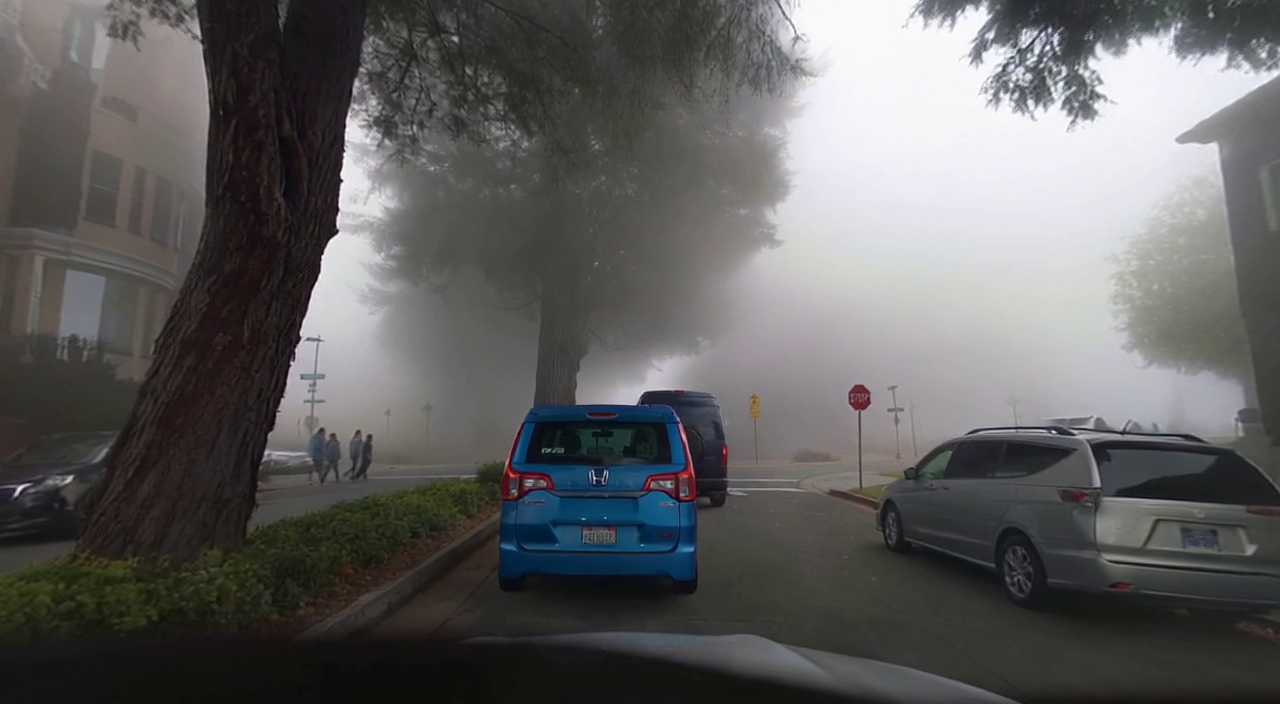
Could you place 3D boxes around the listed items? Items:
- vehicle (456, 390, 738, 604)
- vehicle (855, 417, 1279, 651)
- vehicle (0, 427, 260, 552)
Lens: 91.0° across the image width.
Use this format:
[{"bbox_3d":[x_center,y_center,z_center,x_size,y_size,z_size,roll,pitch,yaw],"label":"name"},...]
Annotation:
[{"bbox_3d":[-0.370,1.569,7.720,2.377,1.787,4.652,0,-8,0],"label":"vehicle"},{"bbox_3d":[4.218,1.680,6.906,1.959,1.581,4.731,4,-9,-2],"label":"vehicle"},{"bbox_3d":[-8.292,2.019,10.053,1.825,1.532,4.083,-3,-7,2],"label":"vehicle"}]
